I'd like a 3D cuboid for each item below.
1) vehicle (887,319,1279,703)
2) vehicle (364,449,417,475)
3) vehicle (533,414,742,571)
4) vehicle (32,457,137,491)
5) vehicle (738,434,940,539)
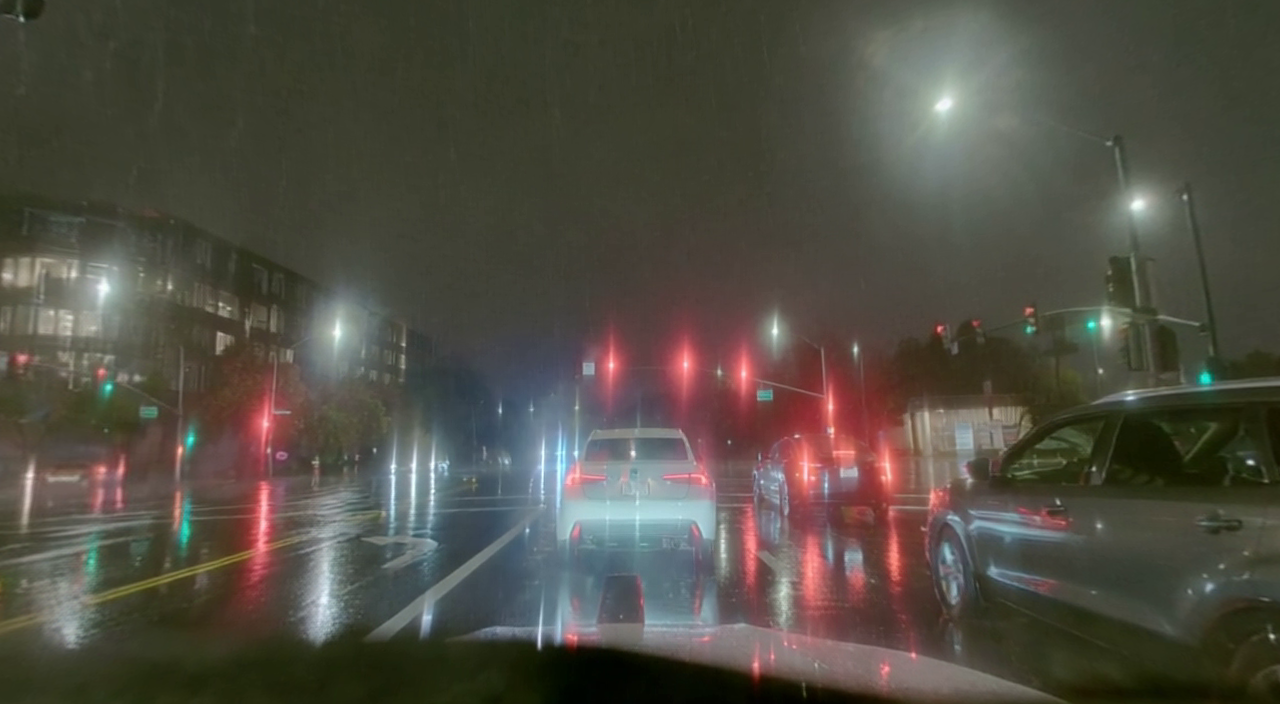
[{"bbox_3d":[2.995,0.869,2.657,2.103,1.701,4.294,0,-8,-1],"label":"vehicle"},{"bbox_3d":[-18.728,8.256,47.662,2.026,1.836,4.726,0,-8,0],"label":"vehicle"},{"bbox_3d":[-0.075,1.779,8.734,2.188,1.637,4.027,0,-8,-1],"label":"vehicle"},{"bbox_3d":[-32.332,7.099,36.835,4.448,1.837,2.021,-1,-9,7],"label":"vehicle"},{"bbox_3d":[3.152,2.219,11.141,2.001,1.463,4.398,0,-8,-2],"label":"vehicle"}]
